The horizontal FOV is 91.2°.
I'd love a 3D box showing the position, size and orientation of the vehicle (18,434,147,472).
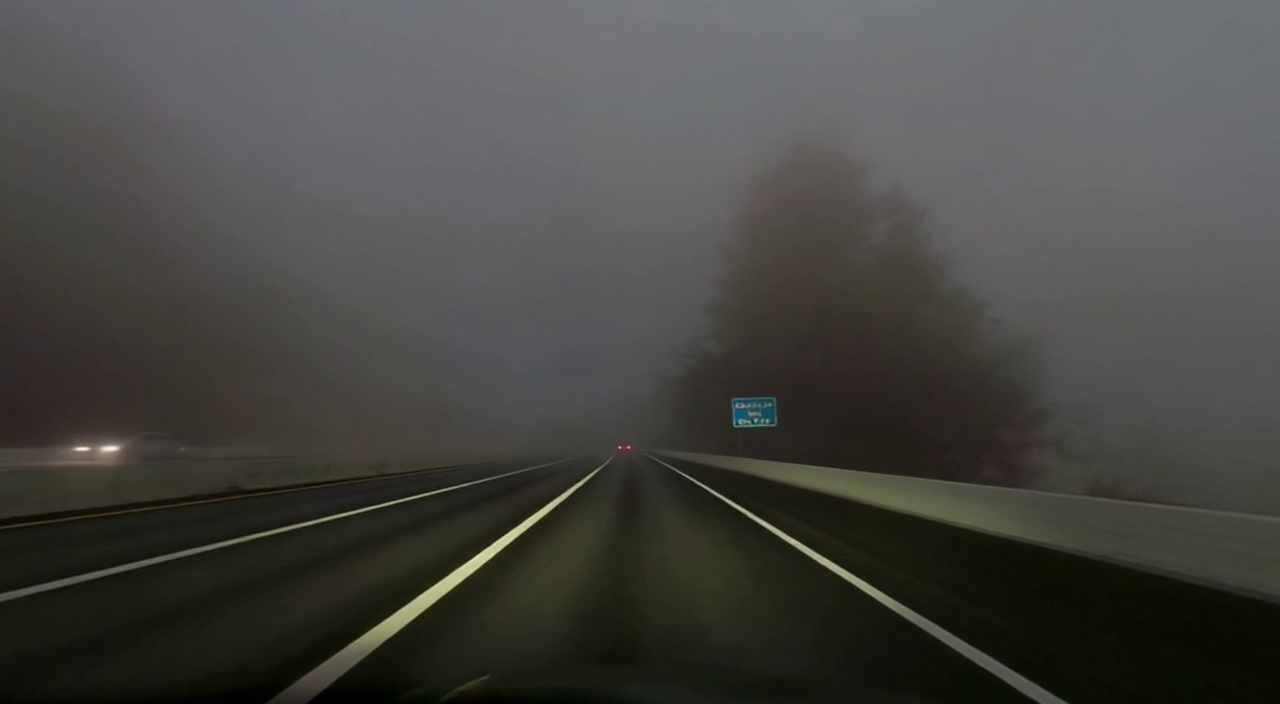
[{"bbox_3d":[-25.123,4.563,28.525,1.848,1.590,4.326,0,-9,0],"label":"vehicle"}]
